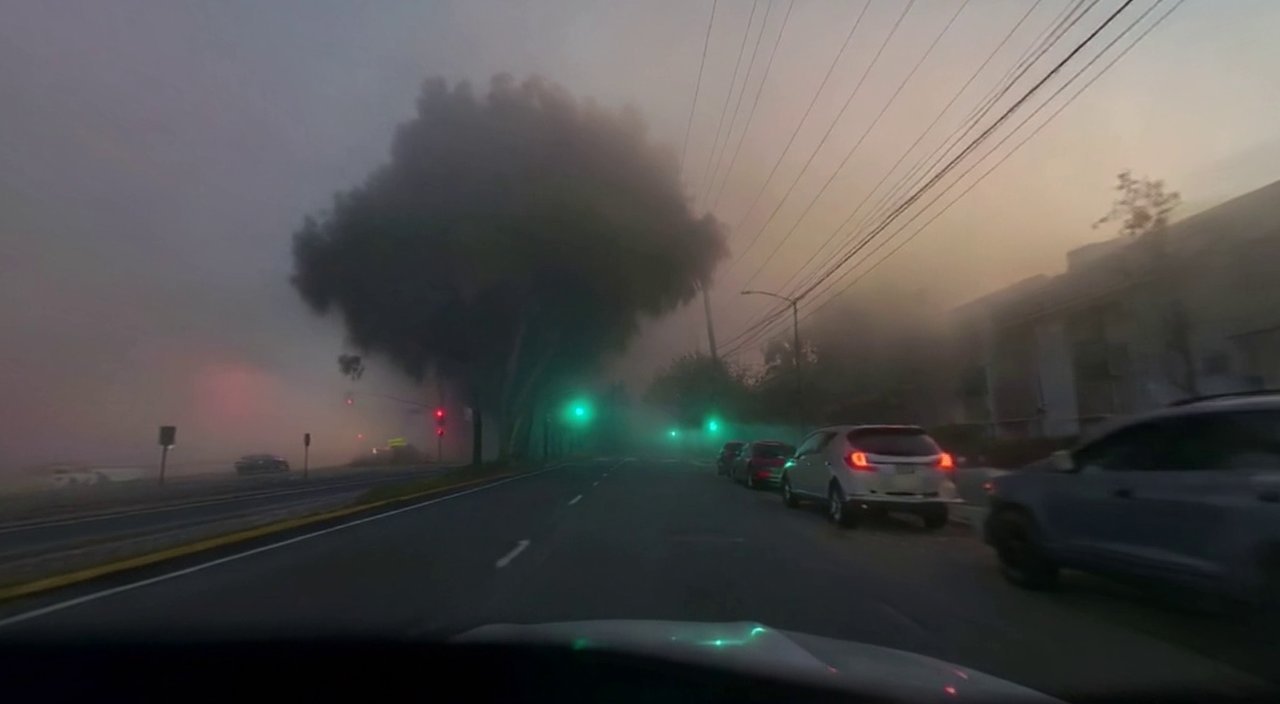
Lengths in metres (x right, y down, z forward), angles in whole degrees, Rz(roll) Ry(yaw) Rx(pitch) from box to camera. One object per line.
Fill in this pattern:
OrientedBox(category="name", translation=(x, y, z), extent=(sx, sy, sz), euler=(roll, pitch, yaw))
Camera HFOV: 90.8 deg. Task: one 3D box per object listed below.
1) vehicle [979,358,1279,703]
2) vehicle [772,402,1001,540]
OrientedBox(category="vehicle", translation=(4.183, 1.018, 3.775), extent=(1.936, 1.778, 4.378), euler=(0, -8, 1))
OrientedBox(category="vehicle", translation=(4.043, 2.061, 11.567), extent=(2.056, 1.941, 4.955), euler=(0, -8, -2))
